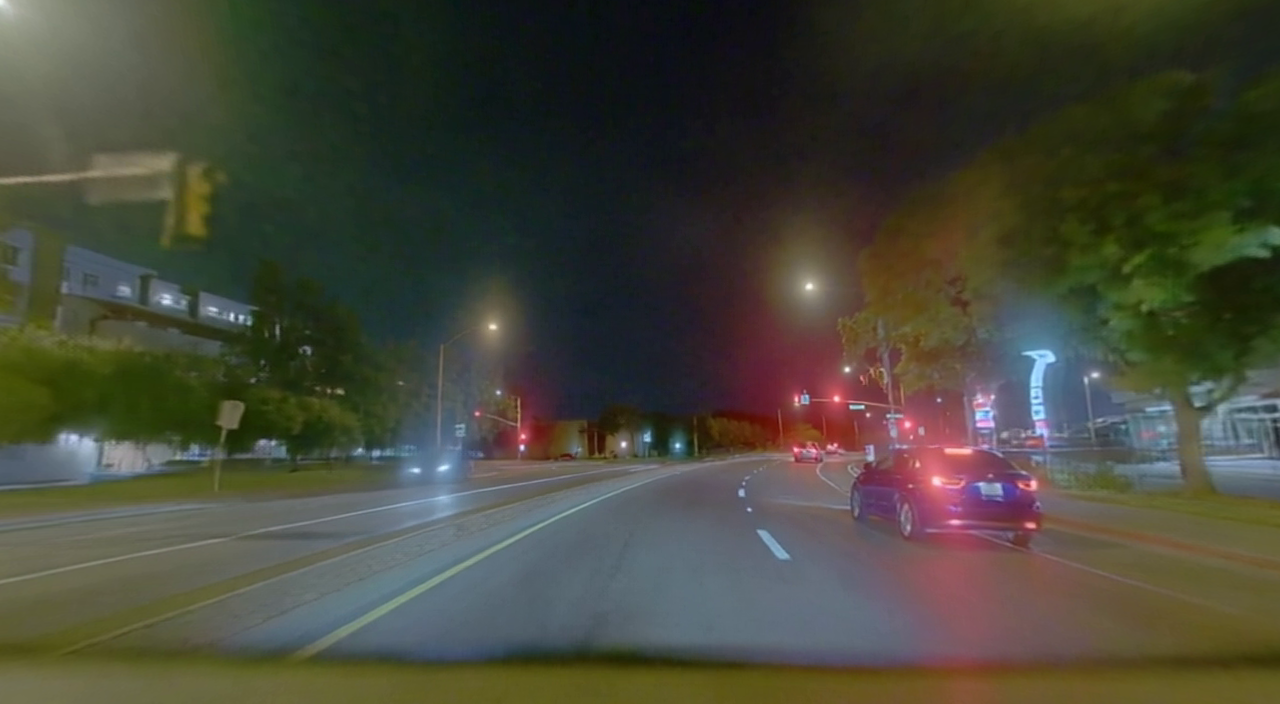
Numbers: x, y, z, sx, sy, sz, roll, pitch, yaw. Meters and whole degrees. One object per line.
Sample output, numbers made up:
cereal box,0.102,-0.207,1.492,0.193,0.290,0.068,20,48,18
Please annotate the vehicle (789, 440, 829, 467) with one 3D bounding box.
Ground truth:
vehicle,11.532,6.840,42.739,2.311,1.715,4.287,-3,-9,18

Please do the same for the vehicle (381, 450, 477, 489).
vehicle,-9.003,5.040,27.398,2.022,1.498,4.400,-2,-9,11

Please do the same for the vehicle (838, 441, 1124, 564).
vehicle,4.859,2.171,9.939,1.938,1.466,4.434,0,-9,-2
